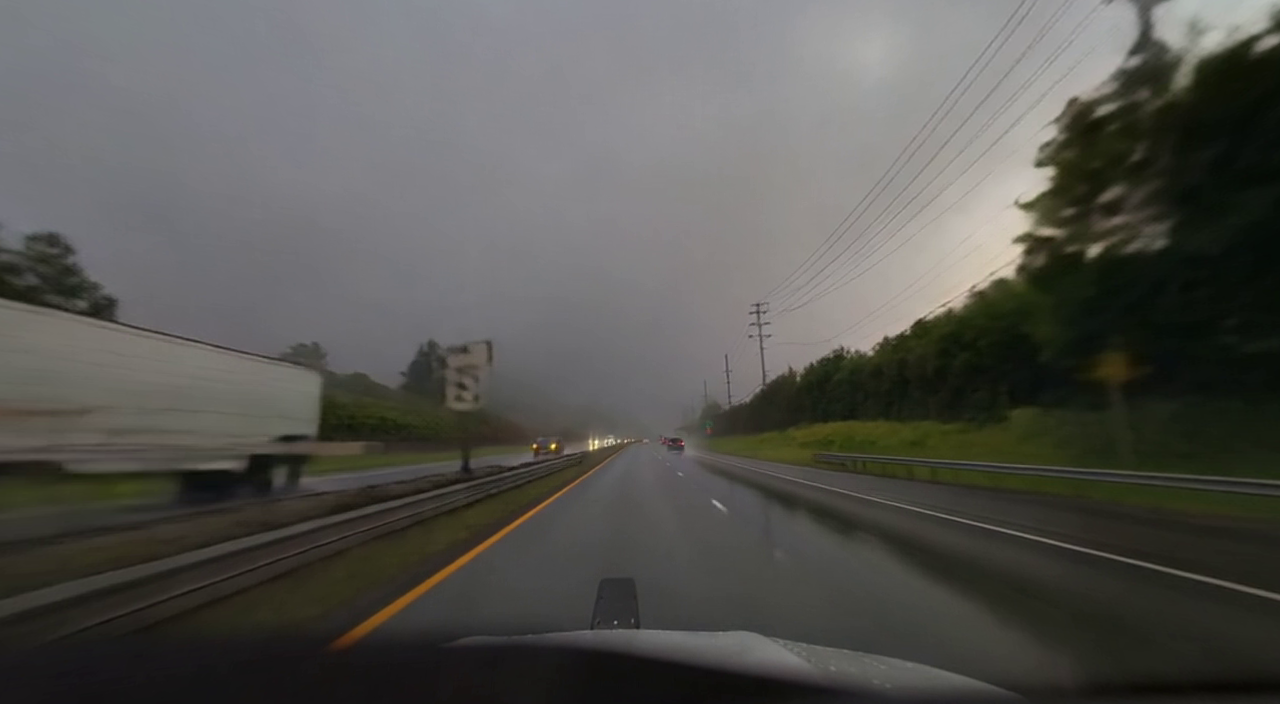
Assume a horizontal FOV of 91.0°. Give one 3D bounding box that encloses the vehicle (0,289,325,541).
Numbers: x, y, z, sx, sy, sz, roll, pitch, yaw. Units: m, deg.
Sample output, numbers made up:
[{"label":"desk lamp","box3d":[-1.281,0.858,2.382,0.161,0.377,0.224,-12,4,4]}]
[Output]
[{"label":"vehicle","box3d":[-11.894,1.526,13.674,2.937,4.068,14.080,0,-8,0]}]
